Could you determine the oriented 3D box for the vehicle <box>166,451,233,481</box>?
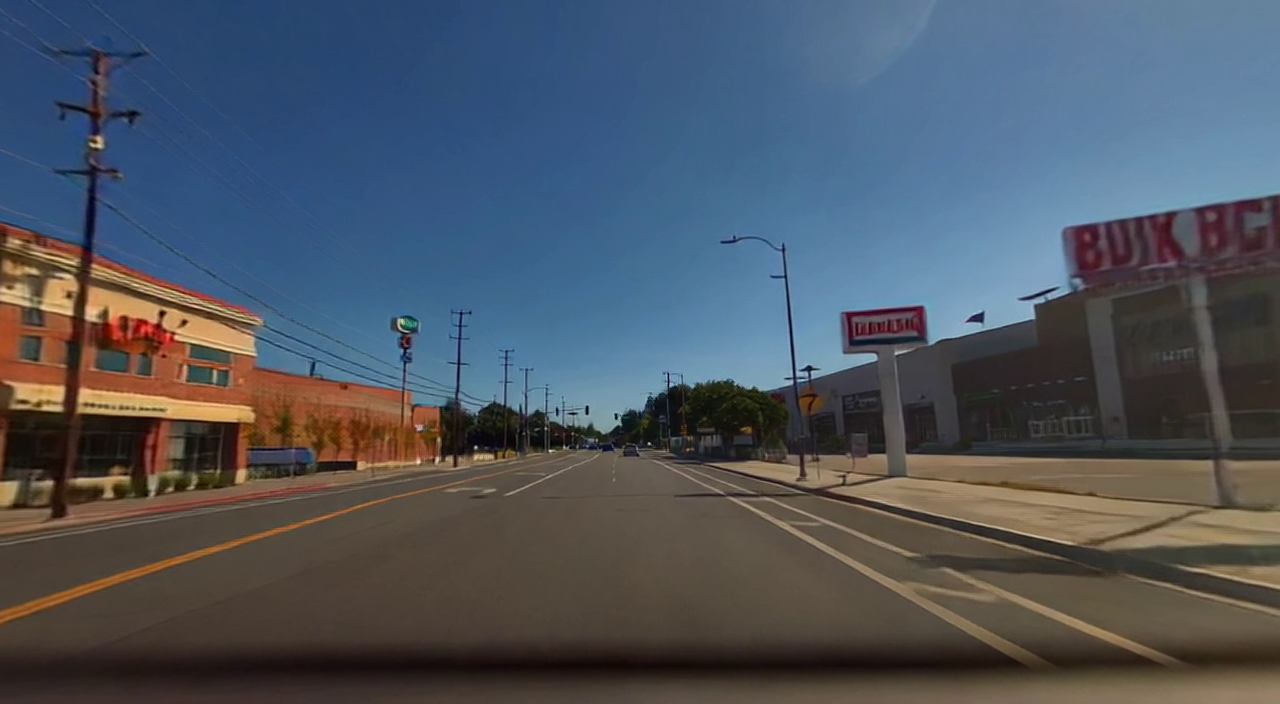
[{"bbox_3d":[-29.094,7.460,41.528,4.811,1.756,2.070,-6,-11,37],"label":"vehicle"}]
